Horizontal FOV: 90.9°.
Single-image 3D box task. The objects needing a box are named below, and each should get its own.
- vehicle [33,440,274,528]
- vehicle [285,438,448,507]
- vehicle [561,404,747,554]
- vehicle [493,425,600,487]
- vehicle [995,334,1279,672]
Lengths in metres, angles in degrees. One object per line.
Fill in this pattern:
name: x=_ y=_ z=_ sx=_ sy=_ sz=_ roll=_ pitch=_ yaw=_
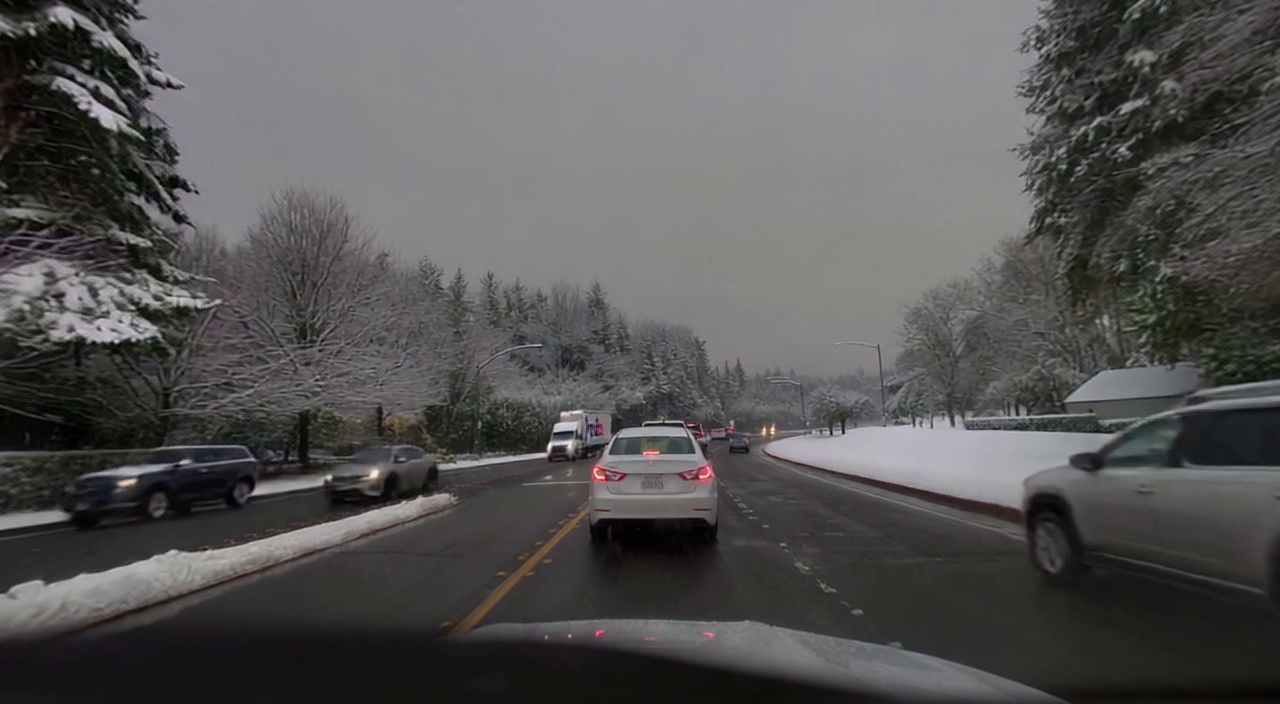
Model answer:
vehicle: x=-10.865 y=2.913 z=14.631 sx=2.005 sy=1.701 sz=4.355 roll=-1 pitch=-8 yaw=1
vehicle: x=-6.709 y=2.985 z=16.167 sx=1.923 sy=1.492 sz=4.577 roll=-1 pitch=-8 yaw=3
vehicle: x=0.202 y=1.777 z=9.462 sx=2.154 sy=1.710 sz=4.128 roll=-1 pitch=-8 yaw=1
vehicle: x=-2.922 y=3.402 z=20.966 sx=2.057 sy=1.786 sz=4.725 roll=-2 pitch=-8 yaw=11
vehicle: x=4.612 y=0.957 z=4.051 sx=2.059 sy=1.864 sz=4.700 roll=2 pitch=-8 yaw=2
